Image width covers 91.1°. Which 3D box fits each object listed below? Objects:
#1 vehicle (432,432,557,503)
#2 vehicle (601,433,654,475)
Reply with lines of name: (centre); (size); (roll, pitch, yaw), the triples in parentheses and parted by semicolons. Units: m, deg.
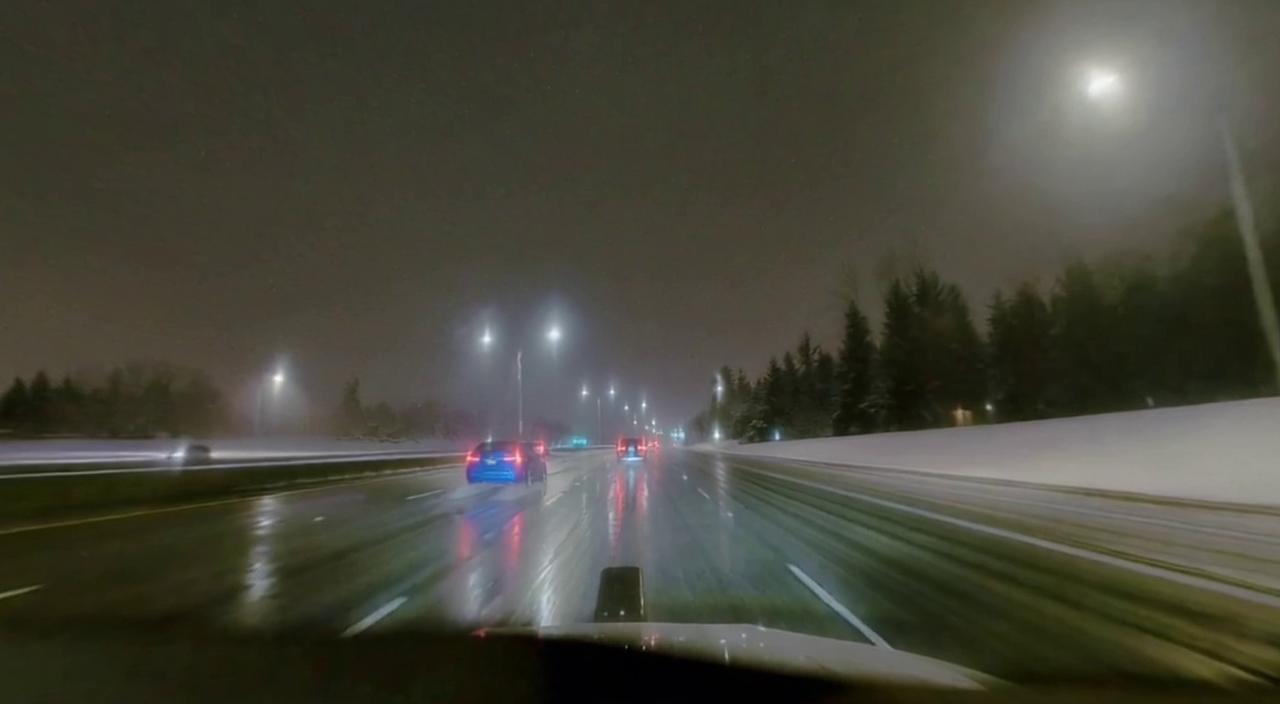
vehicle: (-3.642, 2.988, 16.688); (2.124, 1.607, 4.531); (0, -9, 1)
vehicle: (-0.489, 4.440, 27.441); (2.155, 1.690, 4.318); (0, -9, 0)
